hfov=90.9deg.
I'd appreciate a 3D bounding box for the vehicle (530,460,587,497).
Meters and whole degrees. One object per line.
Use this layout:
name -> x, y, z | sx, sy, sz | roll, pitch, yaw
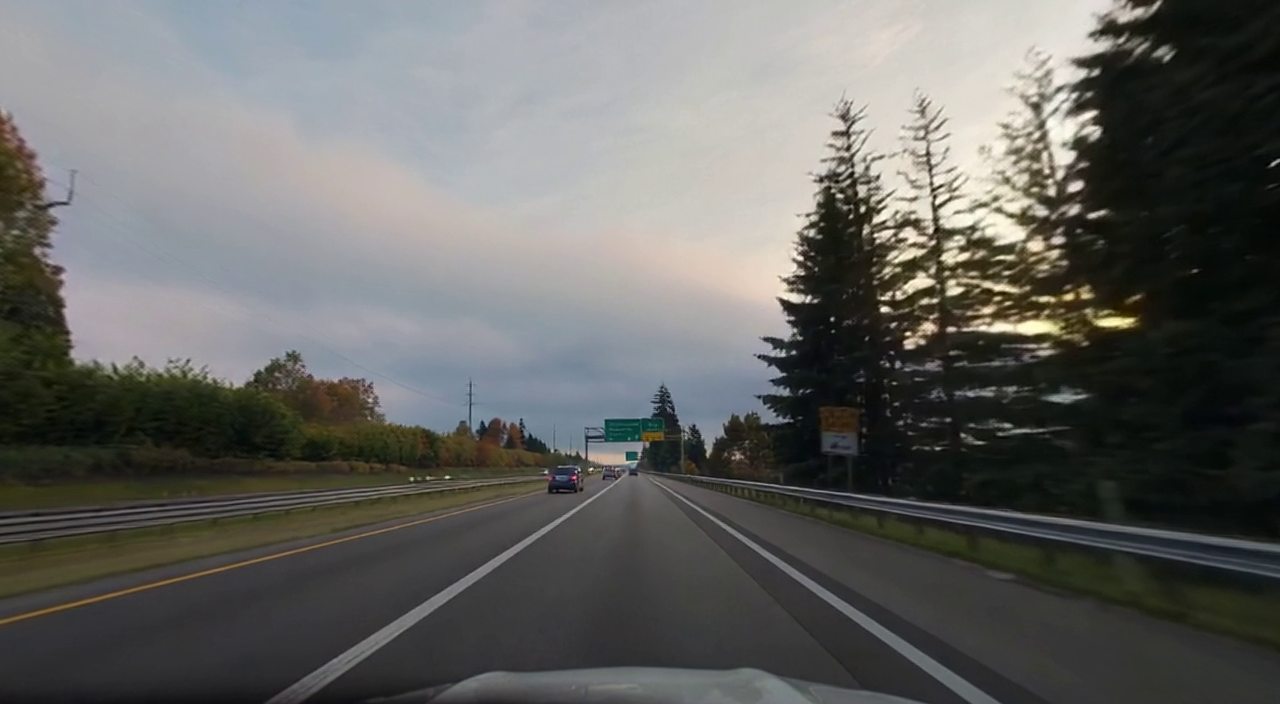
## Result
vehicle -> -4.043, 6.436, 32.169 | 2.239, 1.687, 4.598 | 1, -10, 1
